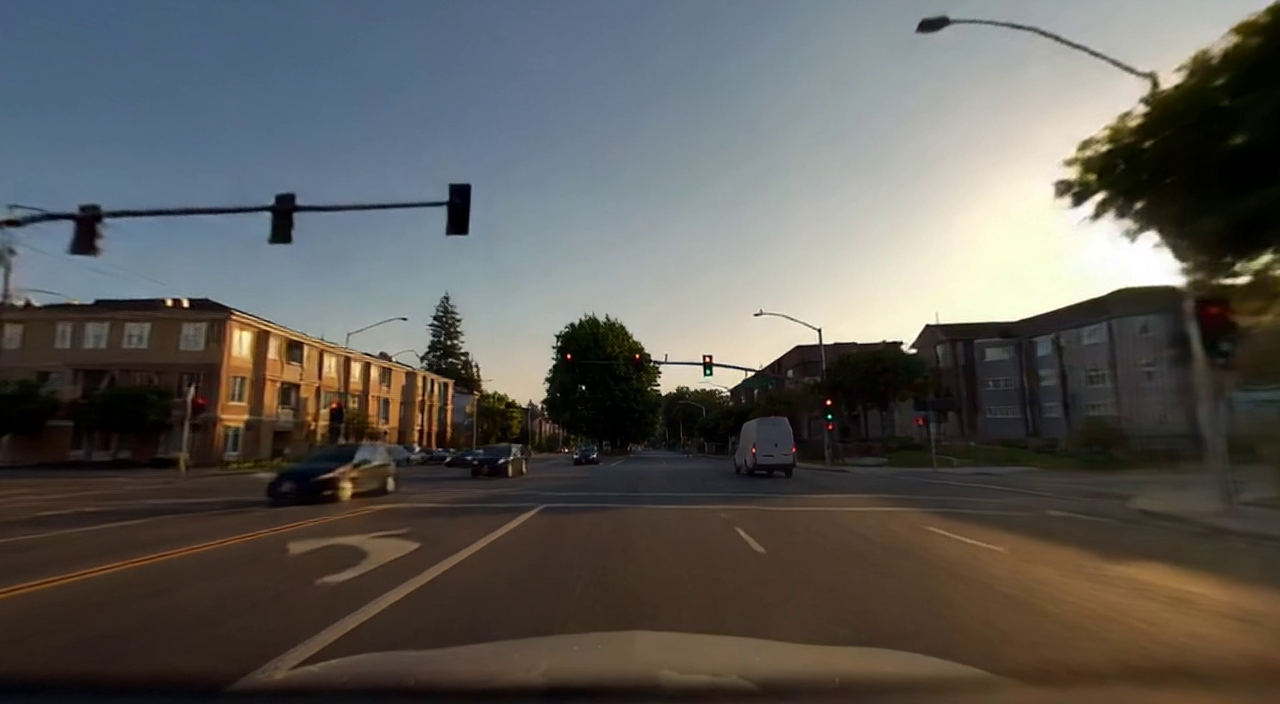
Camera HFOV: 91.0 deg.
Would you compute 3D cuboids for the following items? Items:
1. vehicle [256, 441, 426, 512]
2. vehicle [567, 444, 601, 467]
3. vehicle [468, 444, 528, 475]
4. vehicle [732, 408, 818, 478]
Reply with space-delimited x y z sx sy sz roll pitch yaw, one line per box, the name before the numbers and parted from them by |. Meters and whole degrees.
vehicle | -7.265 3.037 15.944 1.986 1.481 4.602 0 -9 1
vehicle | -3.986 7.445 45.442 2.003 1.539 4.396 -1 -8 1
vehicle | -7.442 5.660 33.437 1.991 1.506 4.659 0 -9 1
vehicle | 6.801 4.766 32.877 2.802 3.208 7.459 0 -8 0
